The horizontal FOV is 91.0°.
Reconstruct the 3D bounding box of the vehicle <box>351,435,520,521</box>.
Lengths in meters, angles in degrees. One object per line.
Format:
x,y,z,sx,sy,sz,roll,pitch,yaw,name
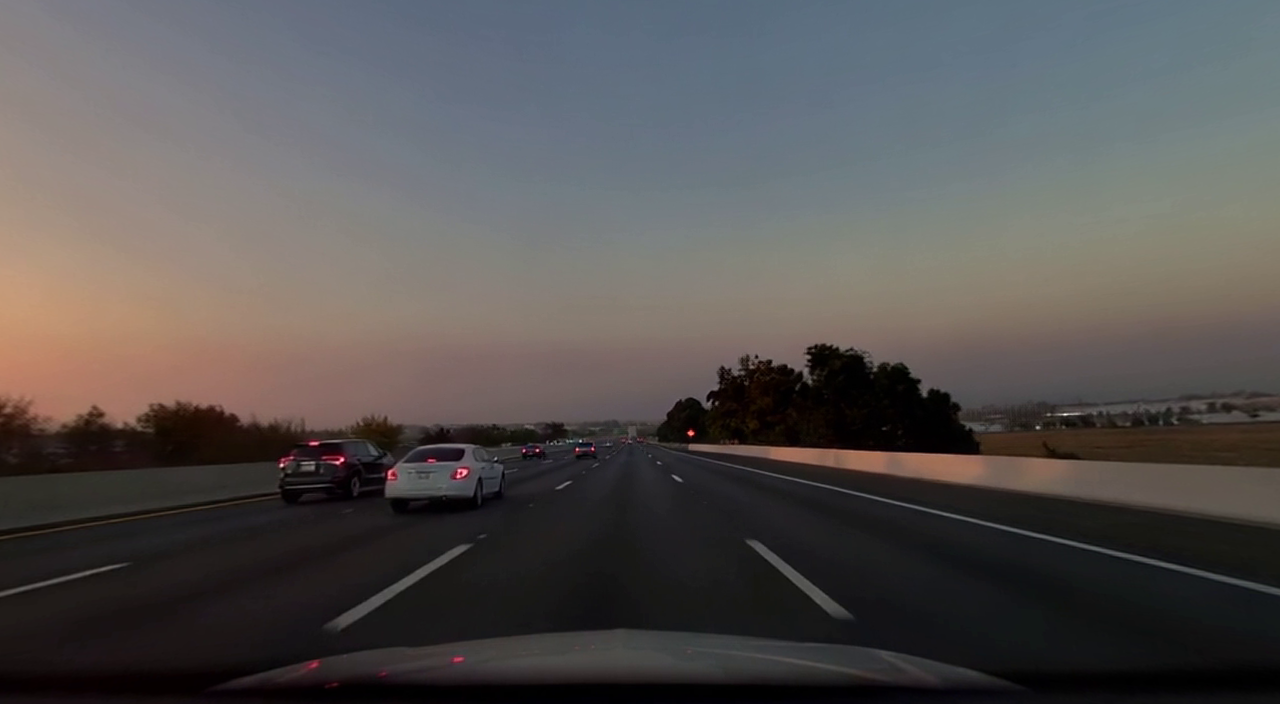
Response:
-4.080,2.558,13.534,2.044,1.479,4.745,-1,-8,0,vehicle

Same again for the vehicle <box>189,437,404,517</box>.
-7.476,2.734,14.456,2.264,1.492,4.748,-1,-8,0,vehicle

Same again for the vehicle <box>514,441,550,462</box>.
-8.262,7.634,48.558,1.924,1.519,4.791,0,-8,0,vehicle
